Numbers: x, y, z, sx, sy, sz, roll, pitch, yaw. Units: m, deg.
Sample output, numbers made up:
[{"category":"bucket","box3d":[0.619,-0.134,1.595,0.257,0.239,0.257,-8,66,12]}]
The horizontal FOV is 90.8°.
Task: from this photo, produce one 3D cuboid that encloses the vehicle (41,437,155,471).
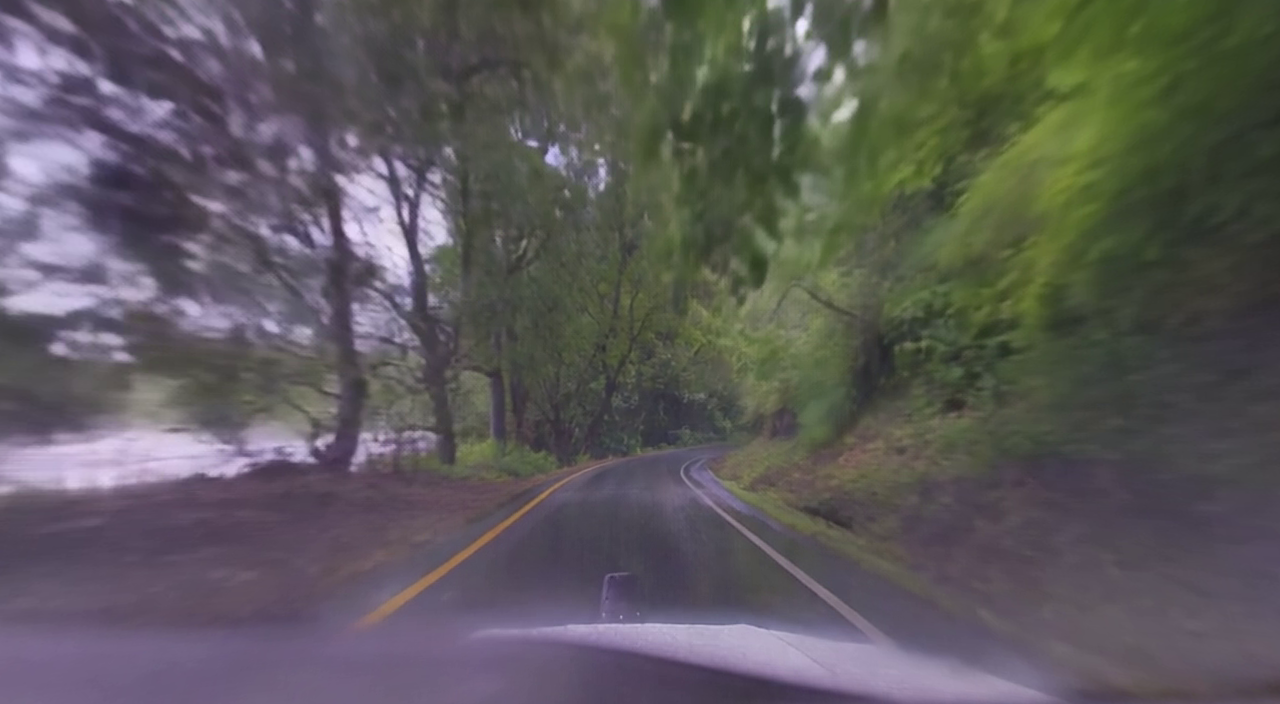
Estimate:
[{"category":"vehicle","box3d":[-29.994,5.651,35.269,1.885,1.719,5.522,1,-9,-6]}]
